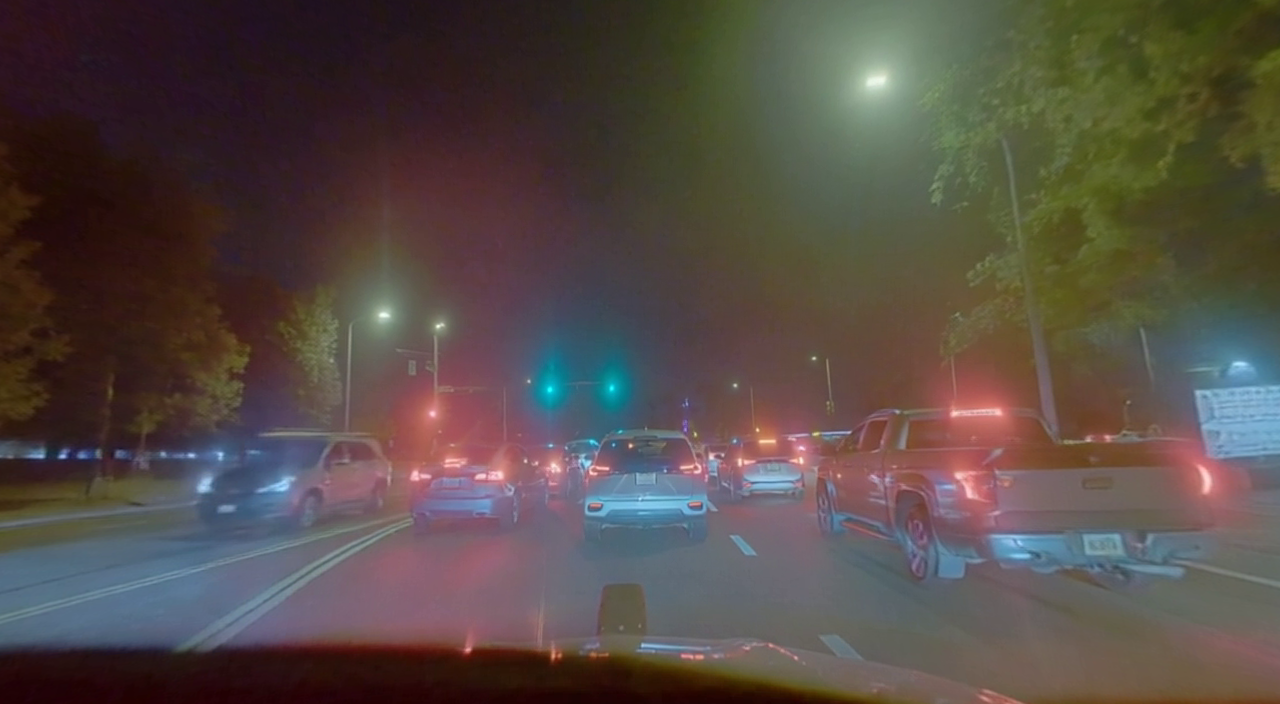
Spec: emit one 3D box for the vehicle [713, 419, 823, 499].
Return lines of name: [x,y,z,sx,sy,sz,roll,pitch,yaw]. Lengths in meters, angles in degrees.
vehicle: [3.749,3.288,19.759,2.408,2.100,5.668,0,-9,2]

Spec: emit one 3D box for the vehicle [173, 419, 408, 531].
vehicle: [-6.847,2.452,13.165,2.159,1.885,4.661,0,-9,1]

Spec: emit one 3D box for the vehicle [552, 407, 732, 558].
vehicle: [0.084,1.837,9.489,2.113,1.768,3.901,0,-9,2]

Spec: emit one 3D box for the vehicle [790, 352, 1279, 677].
vehicle: [3.444,1.370,6.656,2.317,1.857,5.940,0,-9,1]

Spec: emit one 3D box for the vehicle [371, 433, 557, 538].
vehicle: [-2.824,2.254,11.290,2.023,1.494,4.259,0,-9,1]
